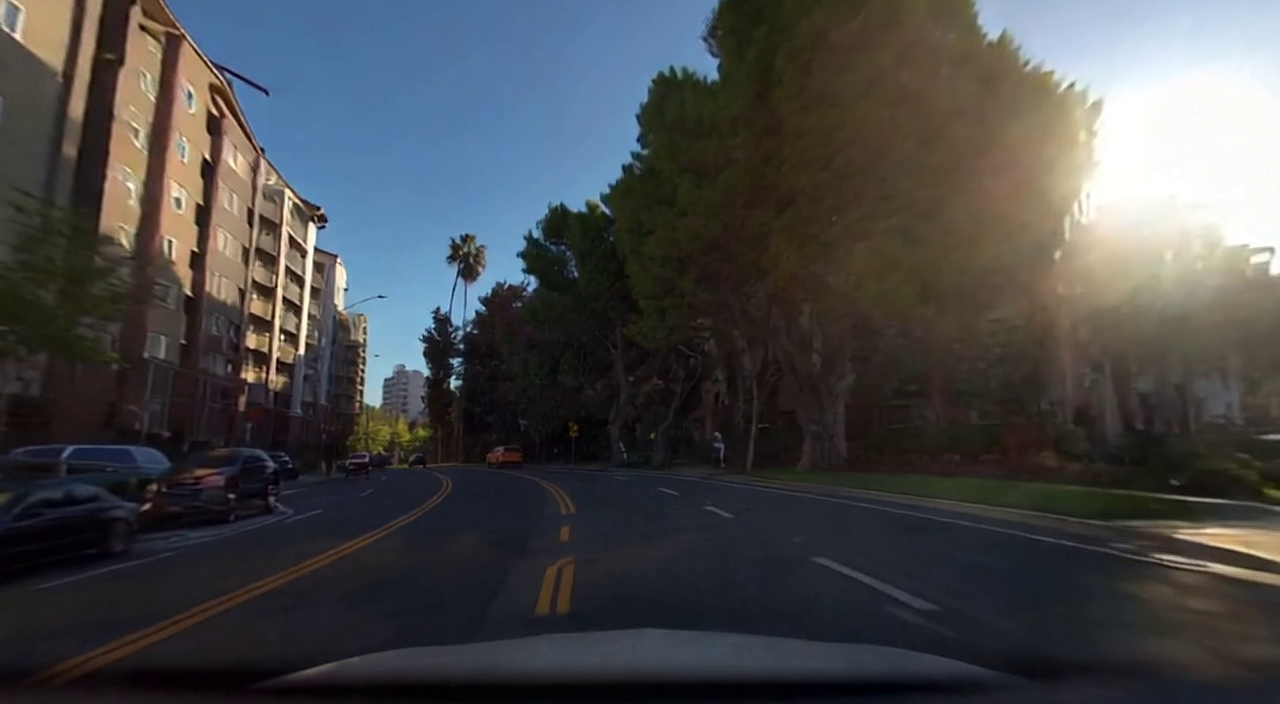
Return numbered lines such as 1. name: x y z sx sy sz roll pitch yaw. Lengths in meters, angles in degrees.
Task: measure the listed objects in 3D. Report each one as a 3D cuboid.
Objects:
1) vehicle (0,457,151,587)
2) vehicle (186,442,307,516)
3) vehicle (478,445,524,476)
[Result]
1. vehicle: -9.355 2.381 8.973 1.908 1.602 4.279 -1 -8 -10
2. vehicle: -11.791 3.756 19.266 2.055 1.921 4.533 3 -9 -19
3. vehicle: -8.999 6.933 40.578 2.000 1.809 4.405 4 -9 -24
